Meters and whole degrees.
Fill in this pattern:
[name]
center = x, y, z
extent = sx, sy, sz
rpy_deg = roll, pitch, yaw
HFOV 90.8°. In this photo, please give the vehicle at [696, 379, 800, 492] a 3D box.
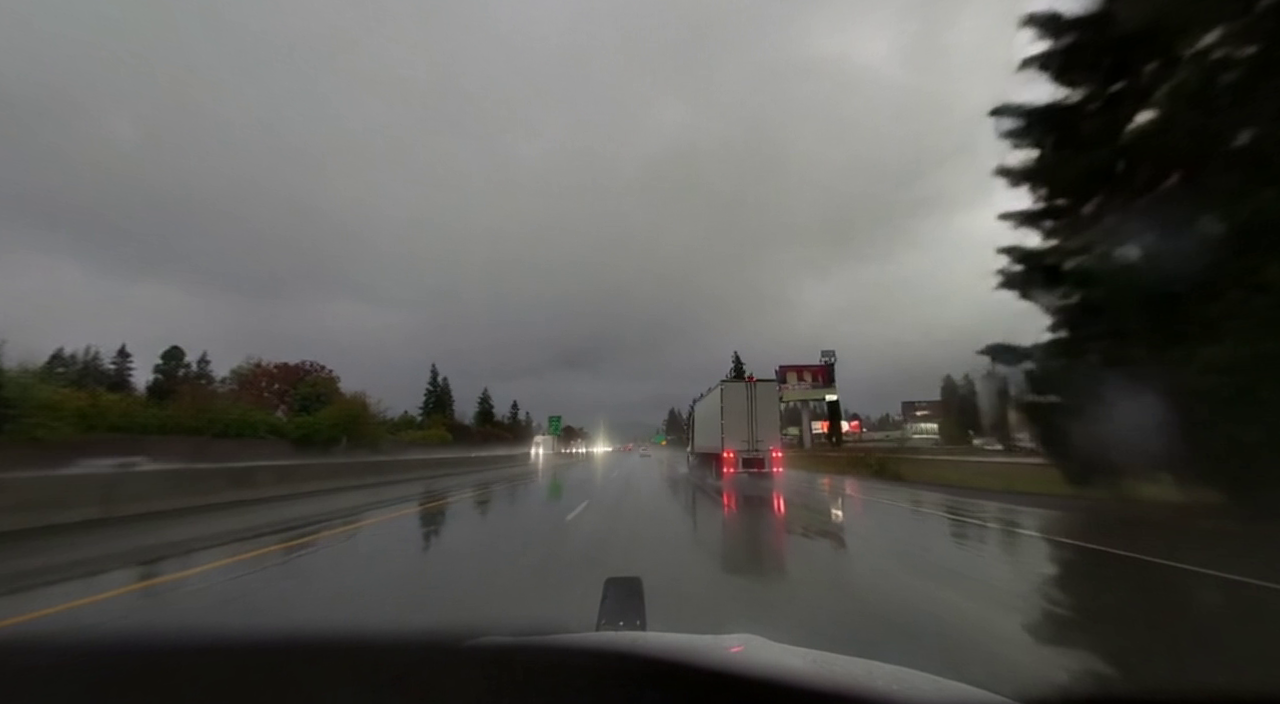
[vehicle]
center = 4.698, 4.116, 30.494
extent = 3.058, 4.312, 12.251
rpy_deg = 0, -9, 1
